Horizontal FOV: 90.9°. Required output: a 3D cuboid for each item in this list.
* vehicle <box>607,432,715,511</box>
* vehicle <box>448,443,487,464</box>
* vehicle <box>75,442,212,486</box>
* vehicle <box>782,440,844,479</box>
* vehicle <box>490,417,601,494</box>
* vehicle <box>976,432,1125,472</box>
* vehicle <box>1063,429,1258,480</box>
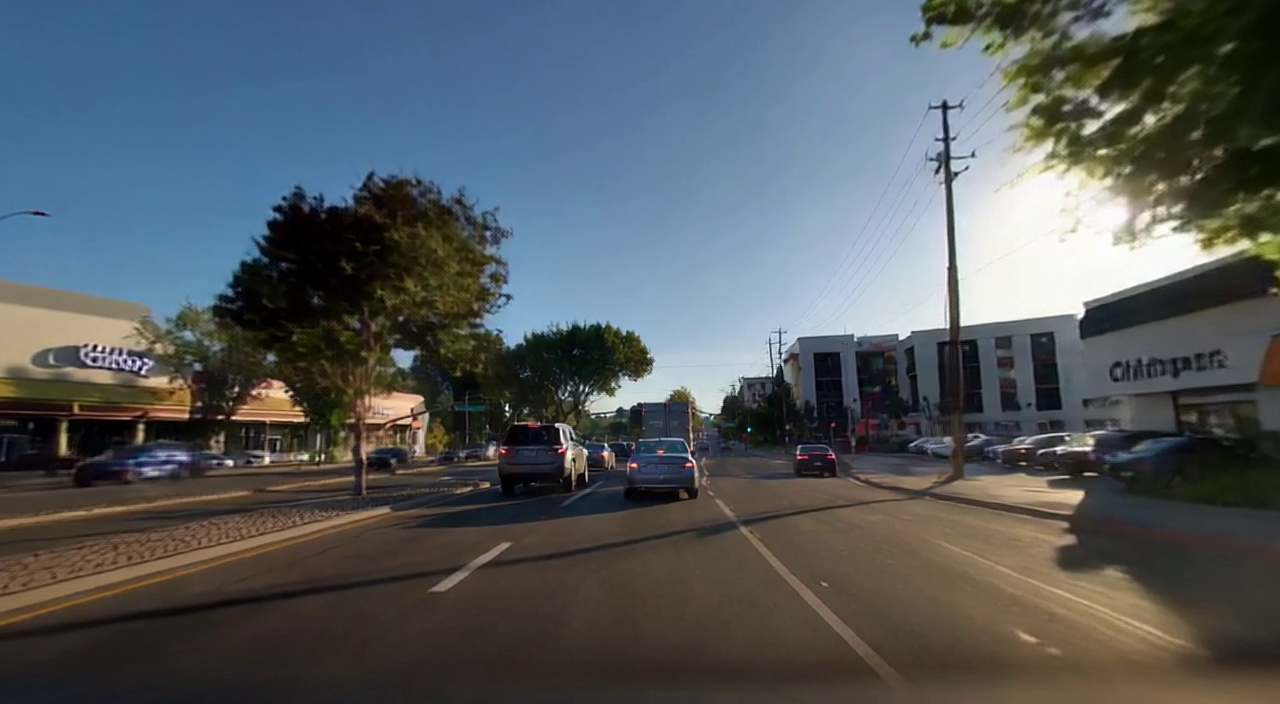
[{"bbox_3d":[0.384,2.600,14.161,2.061,1.494,4.079,0,-8,-1],"label":"vehicle"},{"bbox_3d":[-13.276,7.810,48.636,2.011,1.456,4.143,0,-9,-3],"label":"vehicle"},{"bbox_3d":[-19.159,4.319,24.629,1.933,1.534,4.270,0,-9,-2],"label":"vehicle"},{"bbox_3d":[7.160,4.472,26.470,1.900,1.507,4.151,-1,-9,7],"label":"vehicle"},{"bbox_3d":[-2.588,3.034,18.744,2.289,1.935,5.227,0,-8,2],"label":"vehicle"},{"bbox_3d":[15.640,3.822,24.173,4.436,1.466,1.875,0,-9,-2],"label":"vehicle"},{"bbox_3d":[16.152,3.198,19.742,4.323,1.496,1.937,0,-9,0],"label":"vehicle"}]
